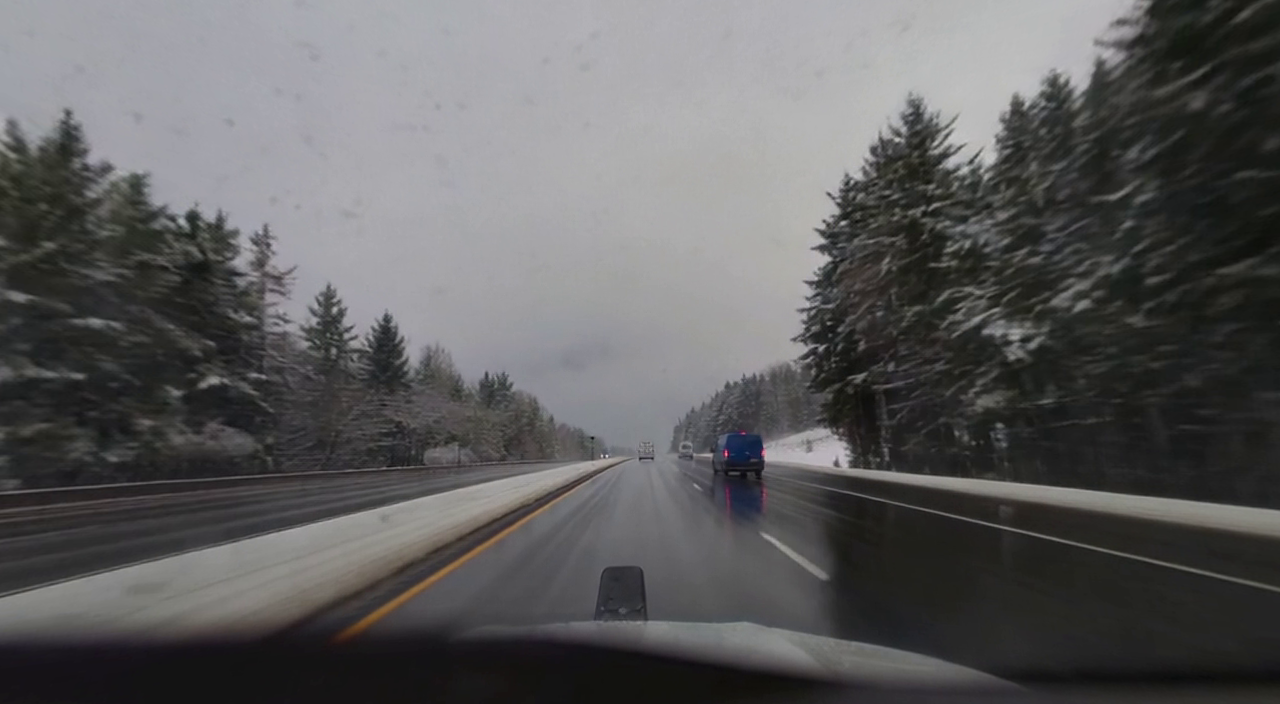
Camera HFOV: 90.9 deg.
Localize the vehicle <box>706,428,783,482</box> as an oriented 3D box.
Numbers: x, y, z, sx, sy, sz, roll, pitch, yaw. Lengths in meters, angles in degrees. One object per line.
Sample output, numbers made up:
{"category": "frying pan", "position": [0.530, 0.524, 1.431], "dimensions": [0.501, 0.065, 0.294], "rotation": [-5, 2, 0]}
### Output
{"category": "vehicle", "position": [4.270, 4.339, 26.682], "dimensions": [2.371, 2.045, 4.768], "rotation": [0, -9, -1]}
